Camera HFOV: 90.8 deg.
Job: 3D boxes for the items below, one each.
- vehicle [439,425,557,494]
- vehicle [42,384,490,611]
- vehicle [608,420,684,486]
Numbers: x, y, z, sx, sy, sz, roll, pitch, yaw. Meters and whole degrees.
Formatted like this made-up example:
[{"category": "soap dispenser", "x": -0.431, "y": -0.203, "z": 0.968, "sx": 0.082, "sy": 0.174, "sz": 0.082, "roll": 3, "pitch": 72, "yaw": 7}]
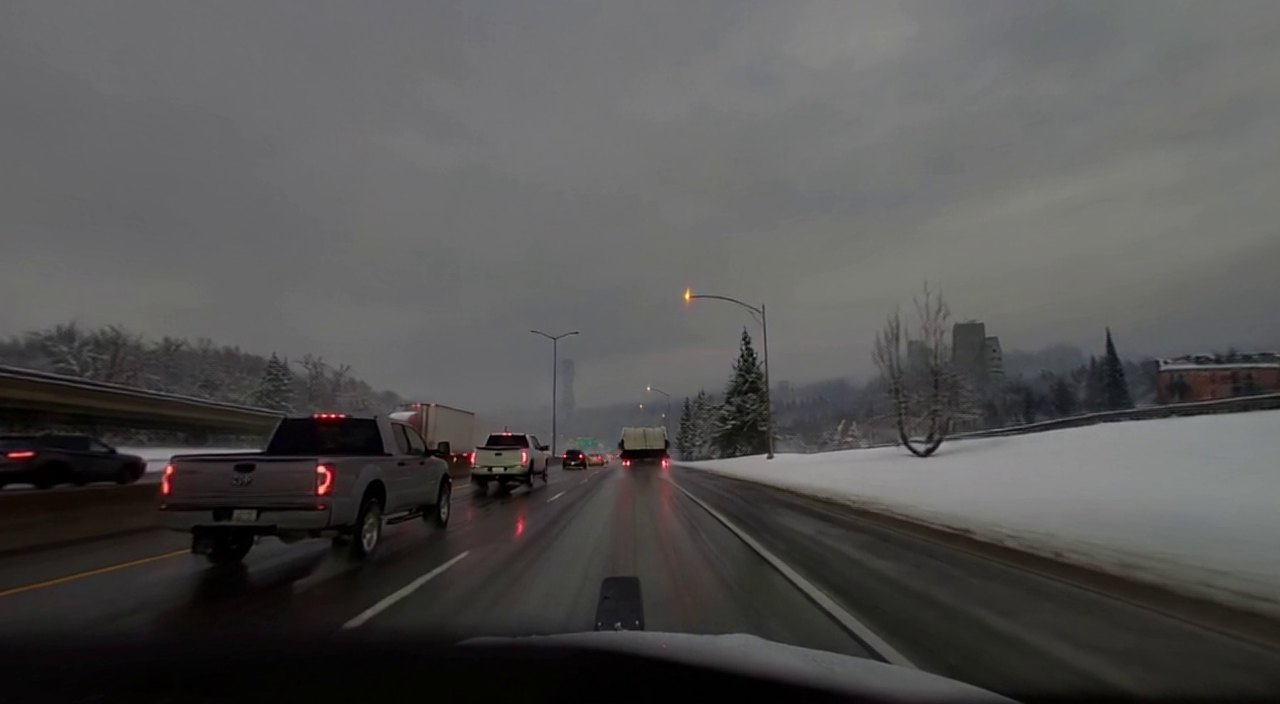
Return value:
[{"category": "vehicle", "x": -4.467, "y": 3.519, "z": 21.047, "sx": 2.575, "sy": 1.958, "sz": 5.730, "roll": 0, "pitch": -9, "yaw": 0}, {"category": "vehicle", "x": -3.661, "y": 1.565, "z": 7.739, "sx": 2.303, "sy": 1.835, "sz": 5.044, "roll": -1, "pitch": -9, "yaw": 1}, {"category": "vehicle", "x": 0.085, "y": 4.438, "z": 28.028, "sx": 2.886, "sy": 2.471, "sz": 7.692, "roll": 0, "pitch": -9, "yaw": -2}]
